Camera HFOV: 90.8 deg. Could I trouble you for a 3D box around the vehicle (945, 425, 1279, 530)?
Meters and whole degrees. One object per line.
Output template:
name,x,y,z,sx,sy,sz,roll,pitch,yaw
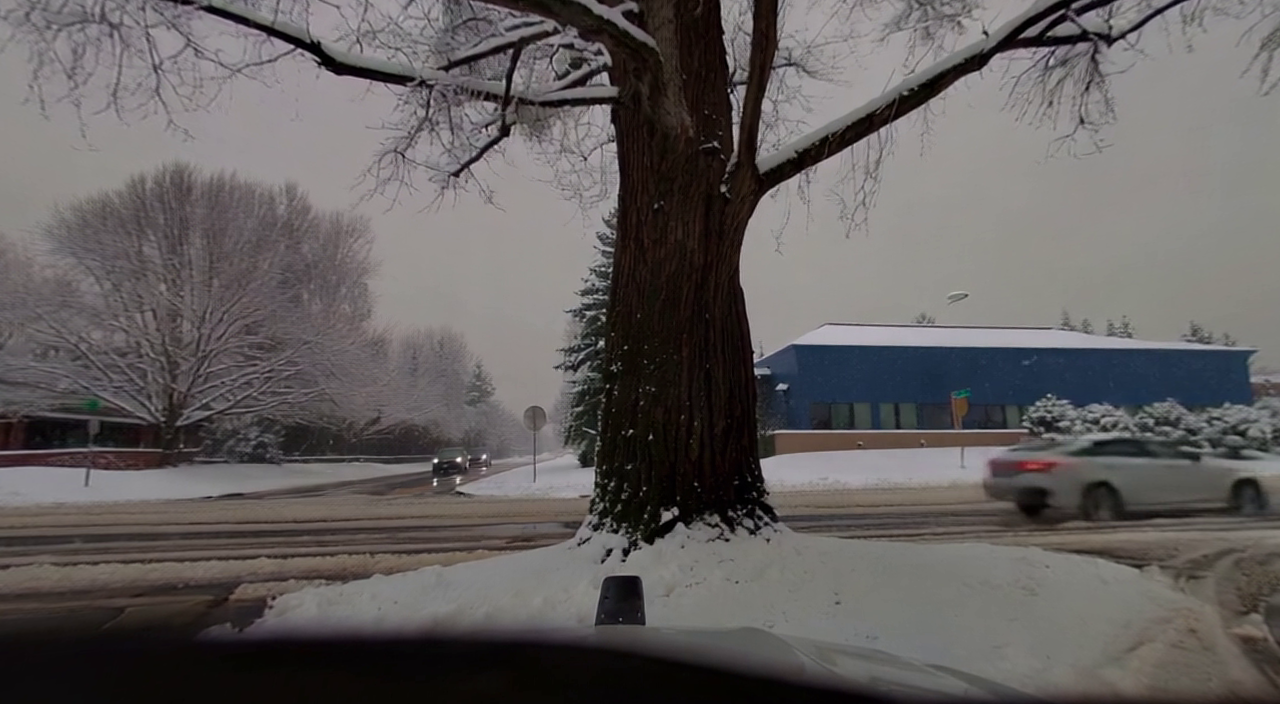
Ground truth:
vehicle,7.707,1.963,10.259,4.426,1.451,2.124,1,-9,-7
